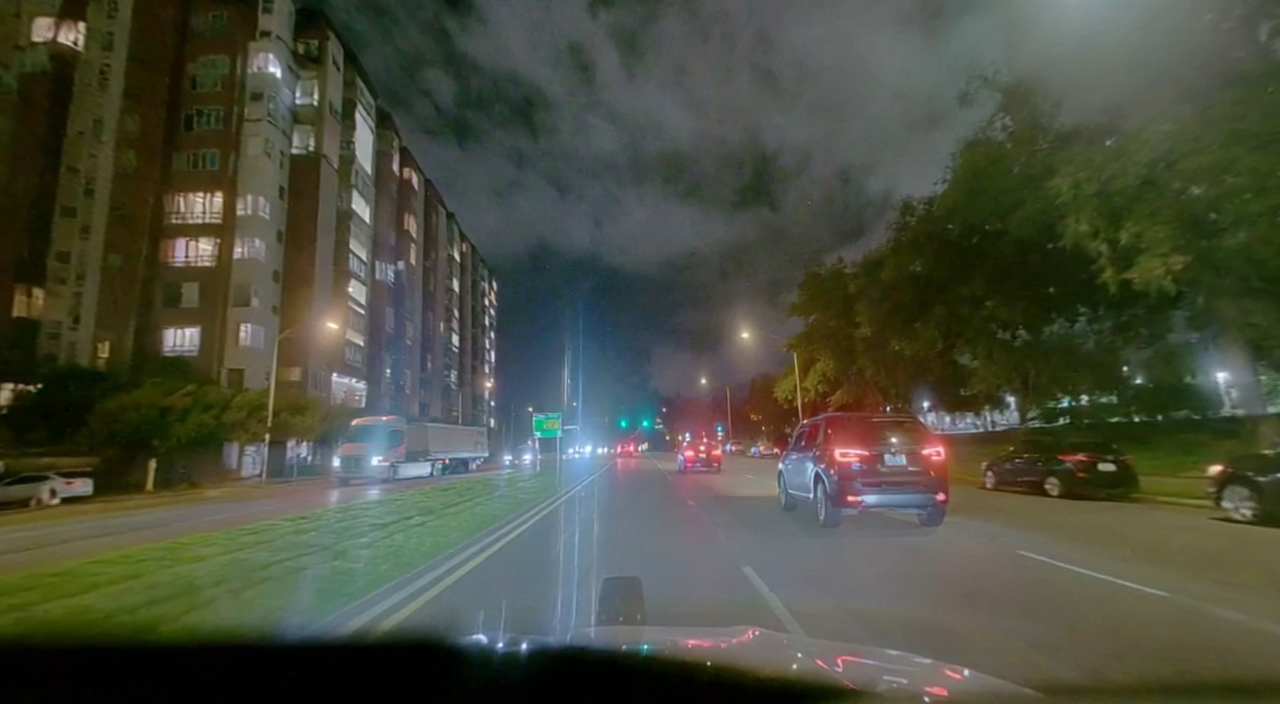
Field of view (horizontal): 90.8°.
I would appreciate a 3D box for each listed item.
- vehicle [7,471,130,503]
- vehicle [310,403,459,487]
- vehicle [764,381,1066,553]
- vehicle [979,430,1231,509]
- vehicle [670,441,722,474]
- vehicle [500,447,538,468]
[{"bbox_3d":[-32.653,7.688,36.332,1.747,1.503,5.018,-2,-9,13],"label":"vehicle"},{"bbox_3d":[-12.224,4.695,31.874,3.059,3.478,10.986,0,-9,-1],"label":"vehicle"},{"bbox_3d":[3.801,1.782,10.387,2.427,2.017,5.763,0,-9,1],"label":"vehicle"},{"bbox_3d":[10.072,2.578,14.360,2.007,1.464,4.917,0,-9,0],"label":"vehicle"},{"bbox_3d":[2.625,5.090,30.747,2.003,1.480,4.494,0,-9,-1],"label":"vehicle"},{"bbox_3d":[-8.875,7.776,46.698,1.949,1.503,4.388,0,-9,-1],"label":"vehicle"}]
